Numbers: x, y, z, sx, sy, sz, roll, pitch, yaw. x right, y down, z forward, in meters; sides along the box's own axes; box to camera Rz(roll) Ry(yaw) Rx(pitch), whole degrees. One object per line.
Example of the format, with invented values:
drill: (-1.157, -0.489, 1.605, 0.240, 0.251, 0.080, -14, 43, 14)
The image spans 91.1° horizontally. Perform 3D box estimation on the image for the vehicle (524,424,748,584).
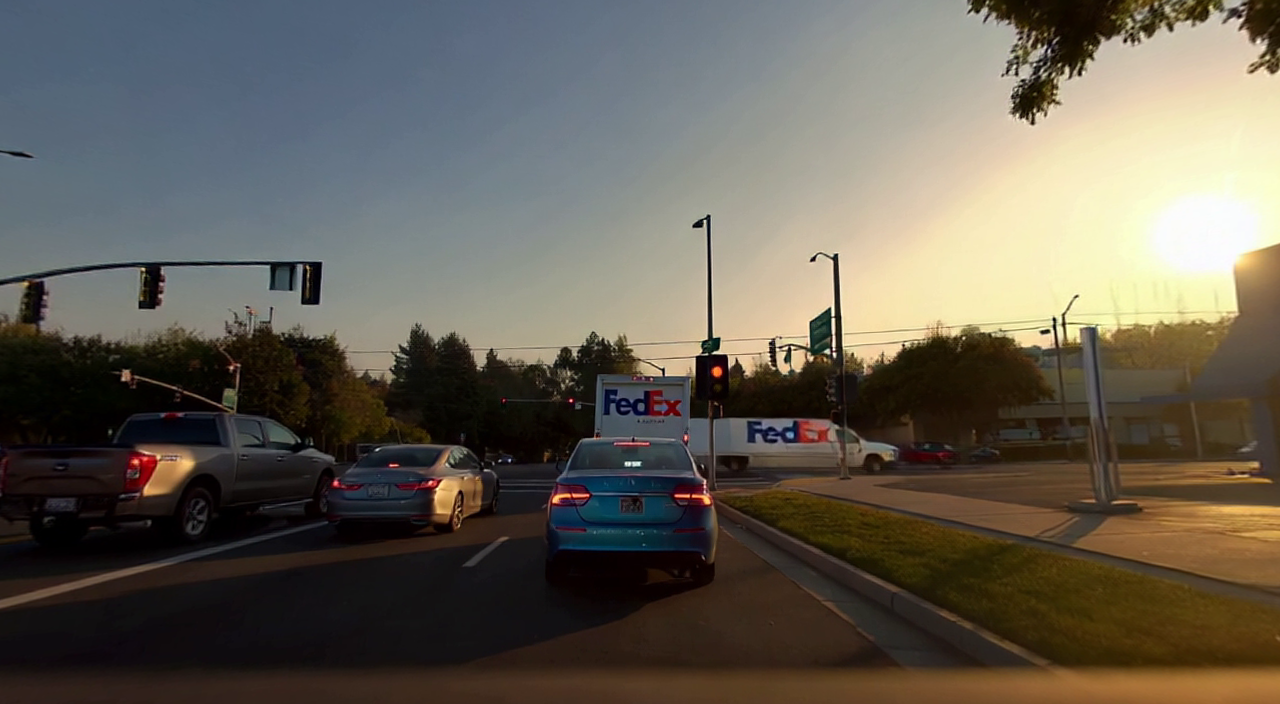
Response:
vehicle: (-0.037, 1.786, 8.239, 2.145, 1.513, 4.269, 0, -9, 0)

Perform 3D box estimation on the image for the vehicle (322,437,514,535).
vehicle: (-3.867, 2.400, 11.926, 1.949, 1.487, 4.390, 0, -9, 1)

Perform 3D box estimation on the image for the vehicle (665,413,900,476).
vehicle: (8.065, 5.433, 37.013, 12.889, 3.380, 3.345, -1, -9, 9)

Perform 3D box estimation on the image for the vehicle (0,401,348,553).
vehicle: (-7.292, 1.985, 10.720, 2.125, 1.893, 5.498, 0, -9, -2)
